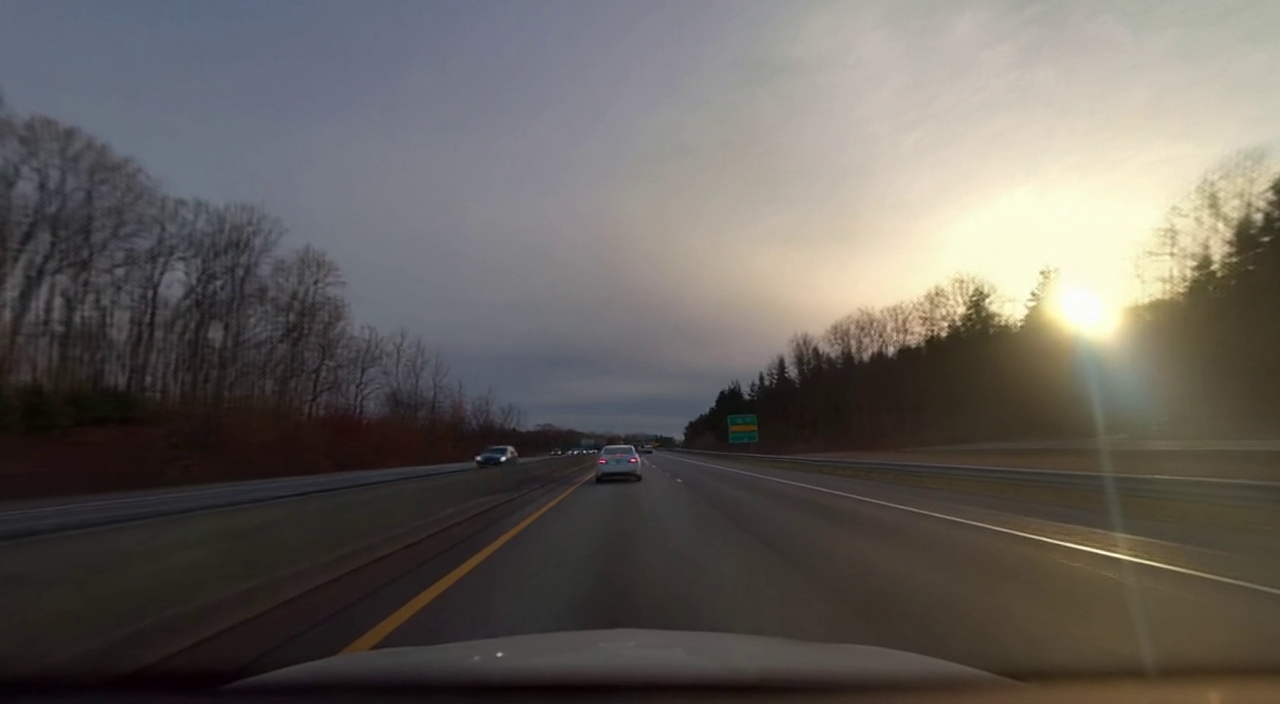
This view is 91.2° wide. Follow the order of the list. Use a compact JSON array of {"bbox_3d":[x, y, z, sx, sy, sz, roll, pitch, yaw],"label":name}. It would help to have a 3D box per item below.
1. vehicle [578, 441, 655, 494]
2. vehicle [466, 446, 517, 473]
[{"bbox_3d":[-0.738,3.679,20.313,2.244,1.506,4.097,0,-9,-1],"label":"vehicle"},{"bbox_3d":[-9.657,7.017,41.101,2.330,1.637,4.272,0,-9,-1],"label":"vehicle"}]
